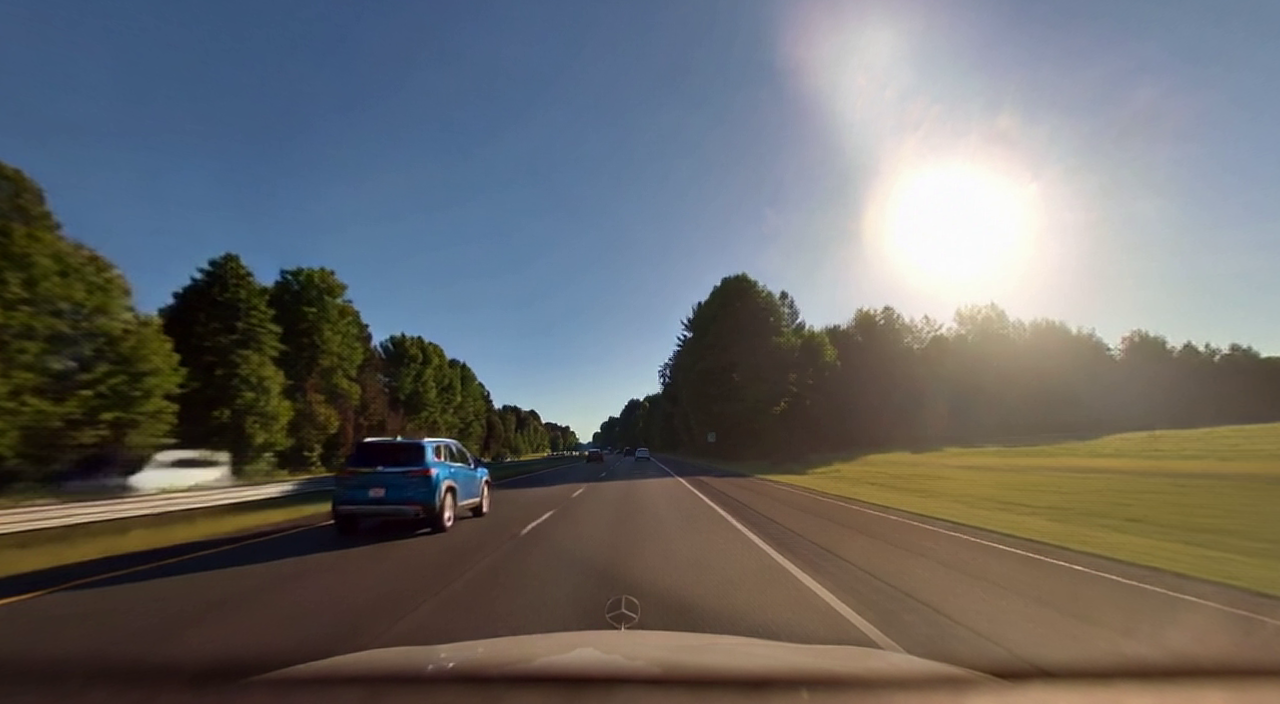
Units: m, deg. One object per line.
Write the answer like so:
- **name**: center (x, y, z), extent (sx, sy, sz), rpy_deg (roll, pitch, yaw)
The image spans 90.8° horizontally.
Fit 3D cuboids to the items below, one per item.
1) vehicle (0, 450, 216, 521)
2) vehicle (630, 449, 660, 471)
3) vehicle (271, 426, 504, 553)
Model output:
- **vehicle**: center (-12.585, 3.128, 15.291), extent (1.888, 1.459, 3.843), rpy_deg (0, -9, 0)
- **vehicle**: center (0.301, 7.729, 45.216), extent (2.046, 1.452, 4.407), rpy_deg (0, -9, 0)
- **vehicle**: center (-3.814, 2.140, 10.534), extent (2.100, 1.667, 4.223), rpy_deg (0, -9, 0)
